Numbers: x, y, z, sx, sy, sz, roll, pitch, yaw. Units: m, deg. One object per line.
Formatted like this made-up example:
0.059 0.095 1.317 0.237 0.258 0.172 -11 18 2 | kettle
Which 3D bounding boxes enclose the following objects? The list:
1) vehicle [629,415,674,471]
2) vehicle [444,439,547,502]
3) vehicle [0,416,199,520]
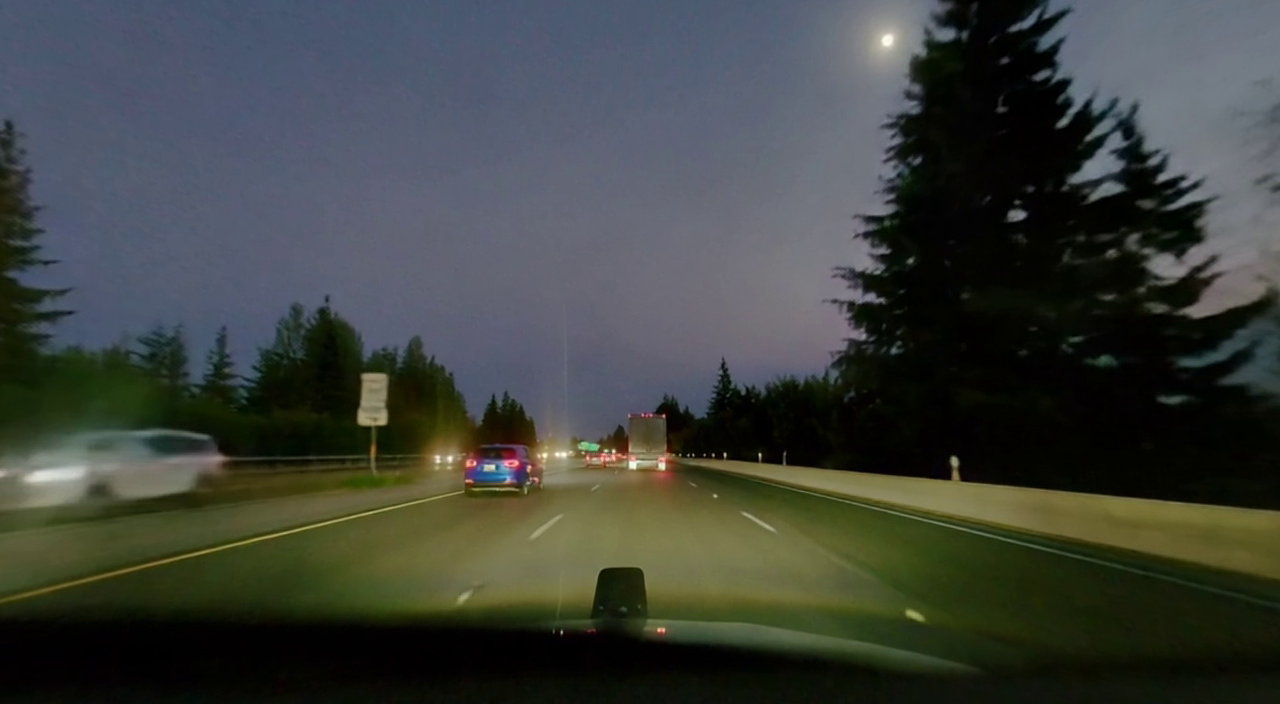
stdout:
0.712 6.606 45.427 2.893 3.628 9.081 0 -9 0 | vehicle
-4.030 3.372 18.287 1.977 1.602 3.944 0 -9 1 | vehicle
-12.645 2.486 13.891 2.094 1.864 5.154 0 -9 0 | vehicle
